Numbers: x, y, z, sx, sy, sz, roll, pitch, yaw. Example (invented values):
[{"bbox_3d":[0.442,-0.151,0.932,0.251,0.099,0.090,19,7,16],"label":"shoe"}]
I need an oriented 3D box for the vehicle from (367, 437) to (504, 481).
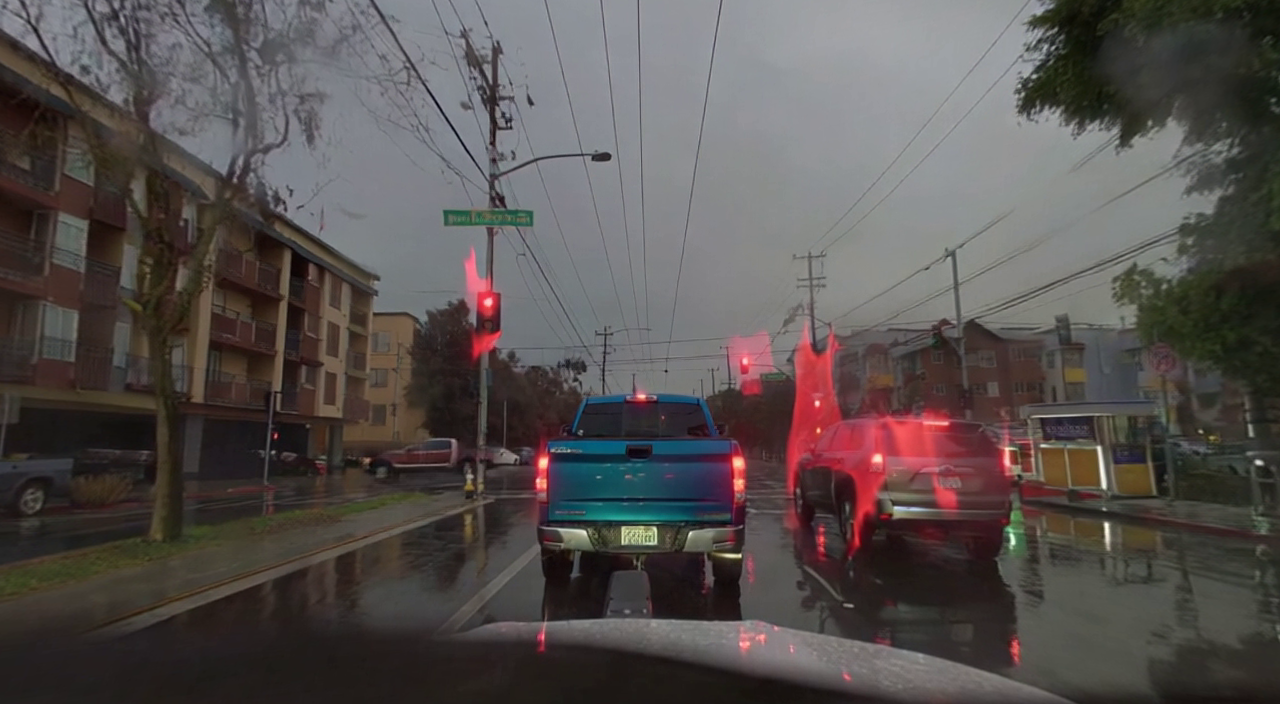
[{"bbox_3d":[-8.500,4.480,26.583,5.043,1.766,1.980,0,-8,0],"label":"vehicle"}]

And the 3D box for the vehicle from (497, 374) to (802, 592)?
[{"bbox_3d":[0.116,1.553,8.300,2.738,1.959,5.070,0,-8,1],"label":"vehicle"}]

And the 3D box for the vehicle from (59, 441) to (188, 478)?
[{"bbox_3d":[-24.859,5.171,30.443,4.563,1.692,1.778,0,-8,-1],"label":"vehicle"}]

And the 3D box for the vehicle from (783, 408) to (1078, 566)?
[{"bbox_3d":[3.837,1.877,9.561,2.131,1.759,4.762,0,-8,-1],"label":"vehicle"}]

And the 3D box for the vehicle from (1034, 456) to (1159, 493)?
[{"bbox_3d":[21.741,5.831,30.151,4.498,1.618,1.843,0,-9,0],"label":"vehicle"}]

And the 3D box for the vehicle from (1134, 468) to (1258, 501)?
[{"bbox_3d":[26.361,6.282,30.001,4.071,1.388,1.884,0,-8,1],"label":"vehicle"}]
